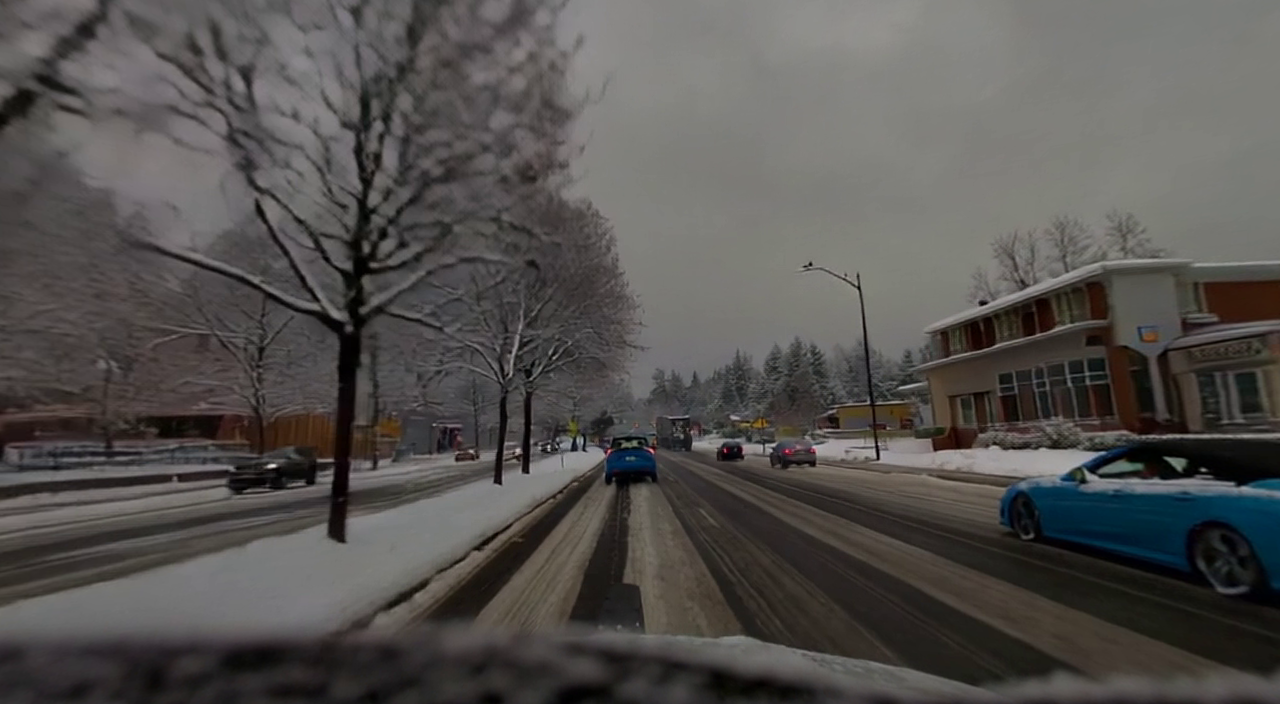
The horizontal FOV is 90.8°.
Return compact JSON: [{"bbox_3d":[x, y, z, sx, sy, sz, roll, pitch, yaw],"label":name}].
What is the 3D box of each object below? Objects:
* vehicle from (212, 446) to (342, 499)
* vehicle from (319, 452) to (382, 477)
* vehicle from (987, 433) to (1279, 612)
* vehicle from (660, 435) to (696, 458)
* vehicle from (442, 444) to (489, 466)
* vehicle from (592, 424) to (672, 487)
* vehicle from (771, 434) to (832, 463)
[{"bbox_3d":[-13.899,4.614,24.626,2.080,1.821,4.833,-1,-9,1],"label":"vehicle"},{"bbox_3d":[-19.411,7.547,42.598,1.879,1.513,4.466,-1,-9,3],"label":"vehicle"},{"bbox_3d":[5.754,1.464,6.087,2.258,1.294,4.312,0,-9,-2],"label":"vehicle"},{"bbox_3d":[2.517,6.494,43.283,2.078,1.471,4.142,0,-9,-2],"label":"vehicle"},{"bbox_3d":[-13.348,7.918,48.703,2.217,1.519,4.724,-1,-9,1],"label":"vehicle"},{"bbox_3d":[-0.256,3.263,20.044,2.266,1.762,4.131,0,-9,-1],"label":"vehicle"},{"bbox_3d":[8.849,5.371,35.068,2.045,1.484,4.342,0,-9,-2],"label":"vehicle"}]
